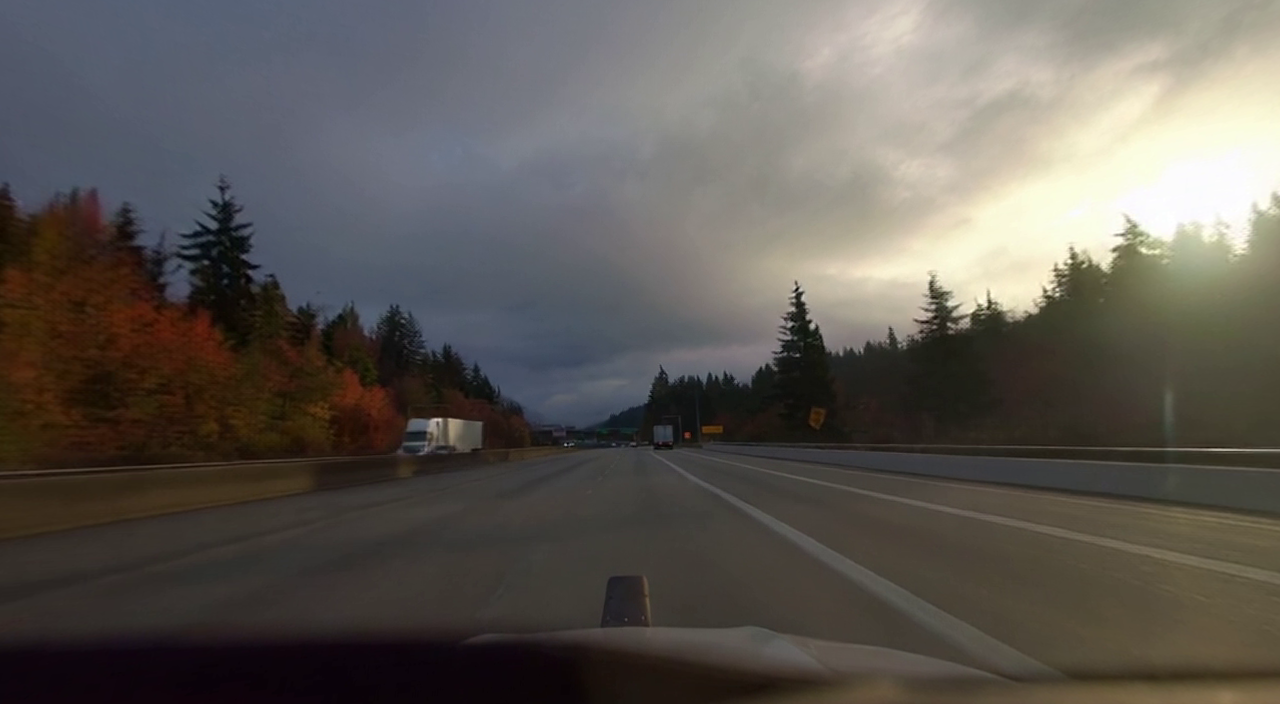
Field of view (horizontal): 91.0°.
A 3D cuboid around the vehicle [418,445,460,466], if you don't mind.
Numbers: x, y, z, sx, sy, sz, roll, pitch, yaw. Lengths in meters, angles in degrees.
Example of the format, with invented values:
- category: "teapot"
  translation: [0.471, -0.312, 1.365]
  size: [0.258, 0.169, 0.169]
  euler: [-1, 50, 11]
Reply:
- category: "vehicle"
  translation: [-15.382, 7.943, 48.382]
  size: [1.757, 1.521, 4.154]
  euler: [0, -8, 1]

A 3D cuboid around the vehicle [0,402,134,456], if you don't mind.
- category: "vehicle"
  translation: [-47.279, 5.591, 45.534]
  size: [3.037, 3.868, 17.413]
  euler: [-3, -8, 19]
